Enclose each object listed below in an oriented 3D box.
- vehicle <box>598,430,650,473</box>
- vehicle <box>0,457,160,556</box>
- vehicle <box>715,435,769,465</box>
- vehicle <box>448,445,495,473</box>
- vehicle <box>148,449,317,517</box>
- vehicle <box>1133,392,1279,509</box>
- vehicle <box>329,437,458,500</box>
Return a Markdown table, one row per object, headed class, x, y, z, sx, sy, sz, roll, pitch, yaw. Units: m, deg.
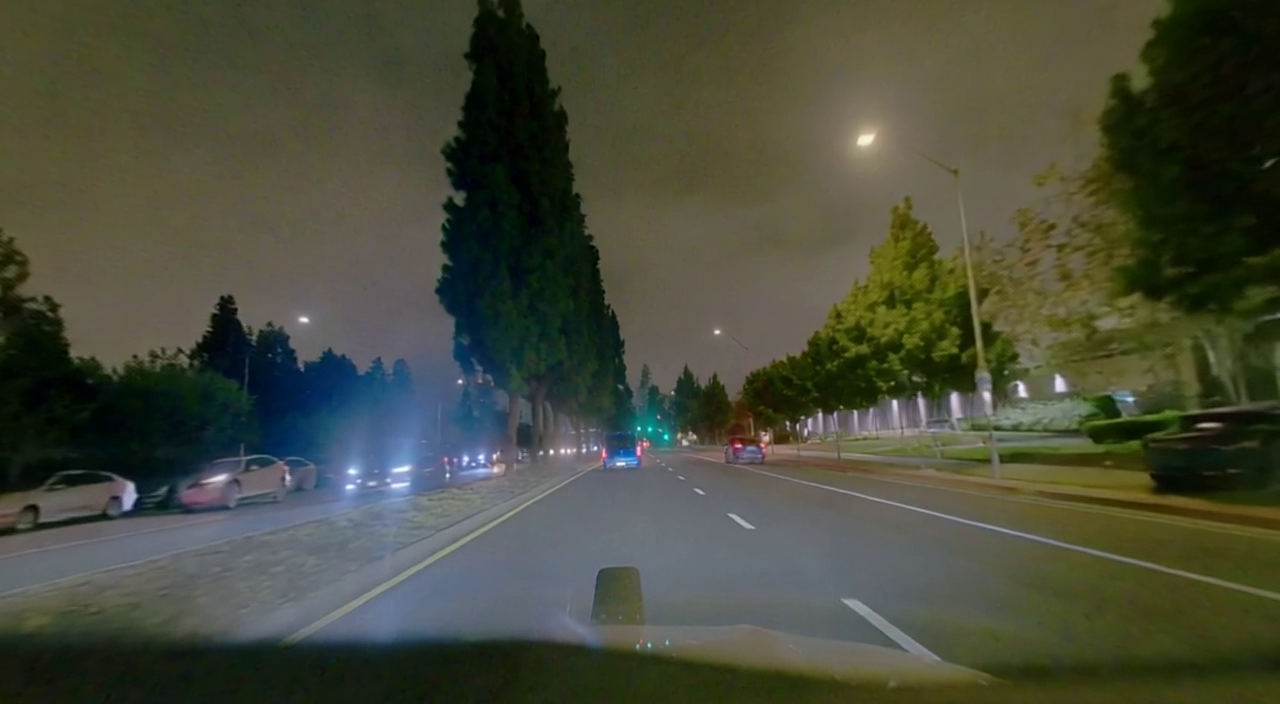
| class | x | y | z | sx | sy | sz | roll | pitch | yaw |
| --- | --- | --- | --- | --- | --- | --- | --- | --- | --- |
| vehicle | -0.789 | 4.991 | 31.914 | 2.411 | 1.937 | 5.186 | 0 | -8 | -1 |
| vehicle | -11.473 | 2.696 | 11.295 | 2.107 | 1.524 | 4.697 | 0 | -8 | 0 |
| vehicle | 6.245 | 6.079 | 39.312 | 2.364 | 1.781 | 4.854 | 0 | -8 | -2 |
| vehicle | -11.692 | 7.418 | 44.198 | 2.042 | 1.822 | 4.913 | 0 | -8 | -1 |
| vehicle | -11.256 | 3.601 | 17.884 | 2.025 | 1.651 | 4.097 | 0 | -8 | -1 |
| vehicle | 11.308 | 1.512 | 10.028 | 4.932 | 1.738 | 2.080 | -4 | -9 | 20 |
| vehicle | -8.096 | 3.848 | 21.448 | 2.184 | 1.824 | 5.418 | 0 | -8 | 0 |
